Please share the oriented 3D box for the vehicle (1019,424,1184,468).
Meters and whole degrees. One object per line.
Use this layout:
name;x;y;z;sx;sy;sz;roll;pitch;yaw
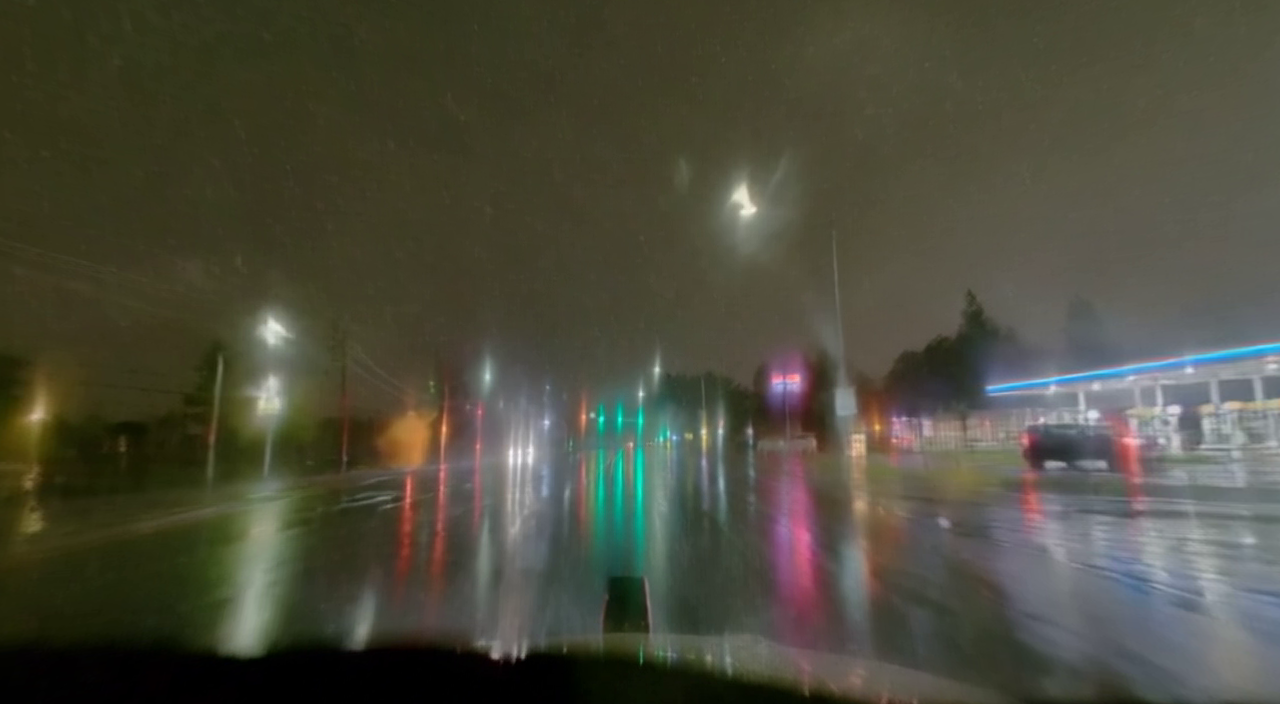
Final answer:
vehicle;17.960;3.705;24.896;4.812;1.567;2.123;-4;-9;24
